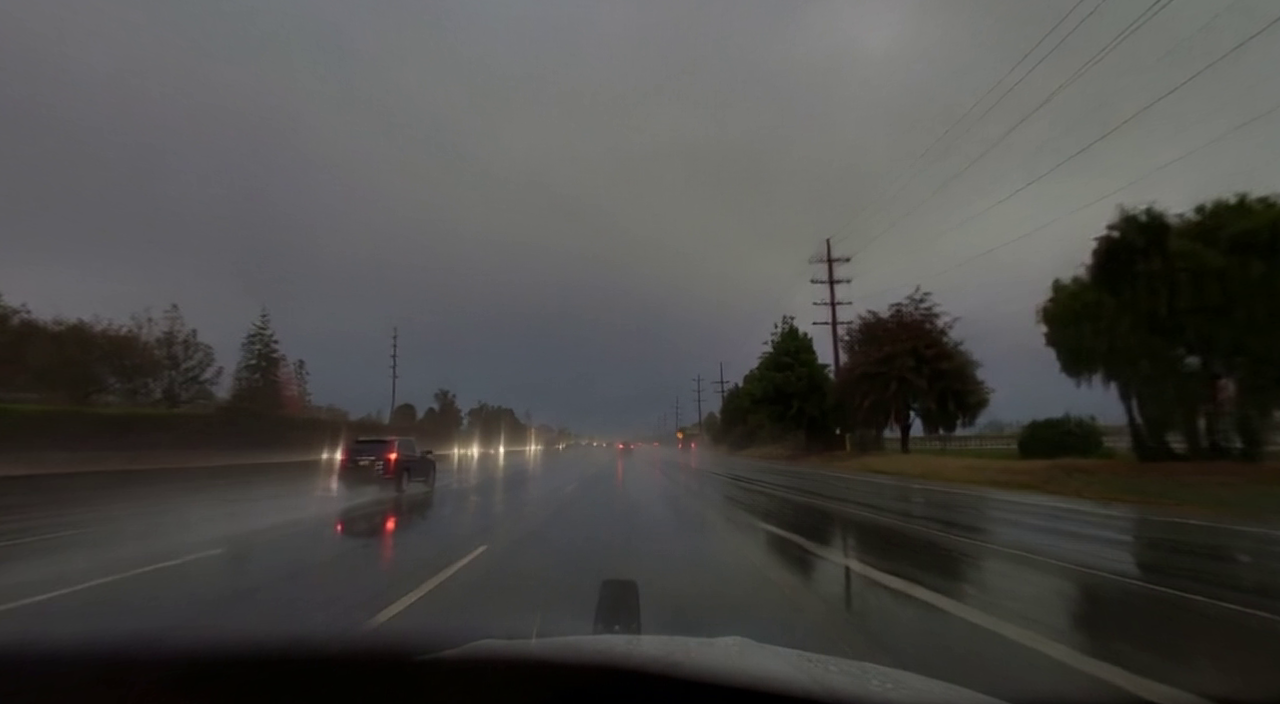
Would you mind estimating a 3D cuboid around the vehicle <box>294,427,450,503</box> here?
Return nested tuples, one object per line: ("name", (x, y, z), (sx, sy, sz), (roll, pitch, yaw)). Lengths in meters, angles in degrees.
("vehicle", (-7.205, 3.101, 17.797), (2.115, 1.799, 5.444), (0, -9, -1))
